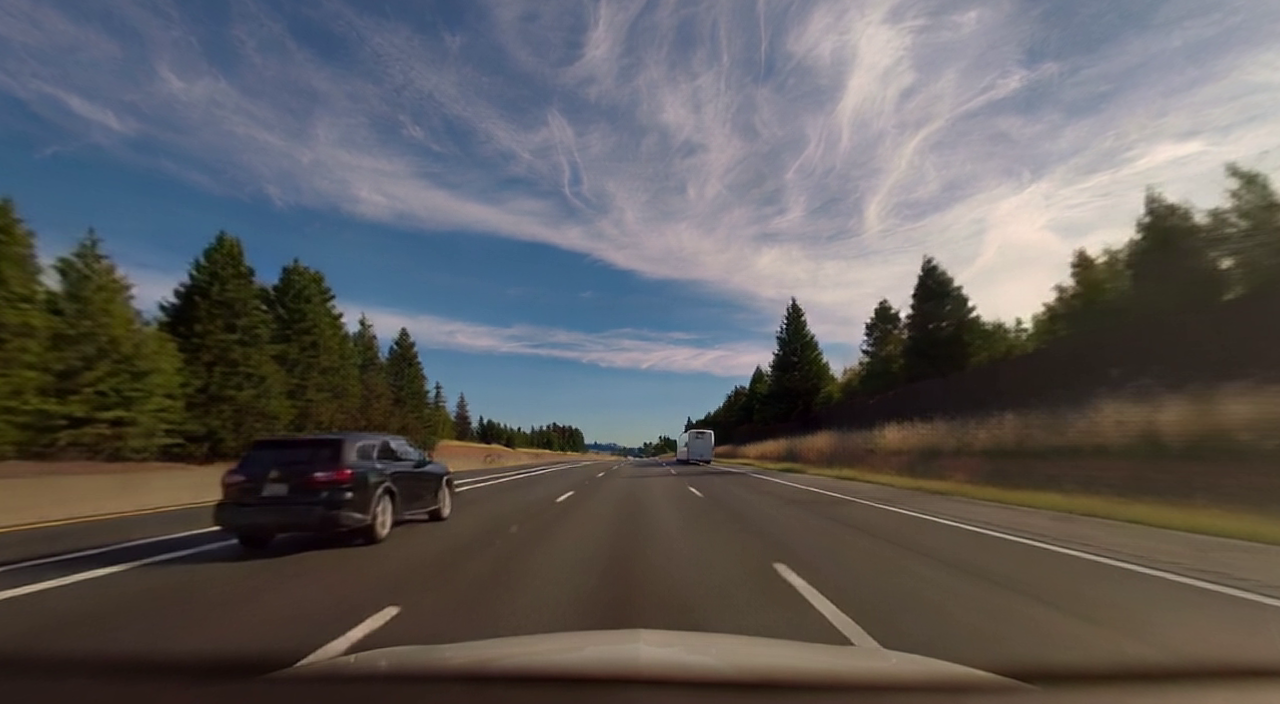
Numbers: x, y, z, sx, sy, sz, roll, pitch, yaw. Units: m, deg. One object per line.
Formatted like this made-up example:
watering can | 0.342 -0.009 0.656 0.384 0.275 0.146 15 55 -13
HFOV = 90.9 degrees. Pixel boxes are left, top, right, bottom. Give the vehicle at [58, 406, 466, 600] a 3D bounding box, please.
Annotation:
vehicle | -3.850 1.639 7.726 2.020 1.619 4.690 0 -9 1

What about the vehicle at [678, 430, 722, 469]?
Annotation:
vehicle | 4.302 7.186 46.531 2.614 2.655 6.429 0 -9 0
